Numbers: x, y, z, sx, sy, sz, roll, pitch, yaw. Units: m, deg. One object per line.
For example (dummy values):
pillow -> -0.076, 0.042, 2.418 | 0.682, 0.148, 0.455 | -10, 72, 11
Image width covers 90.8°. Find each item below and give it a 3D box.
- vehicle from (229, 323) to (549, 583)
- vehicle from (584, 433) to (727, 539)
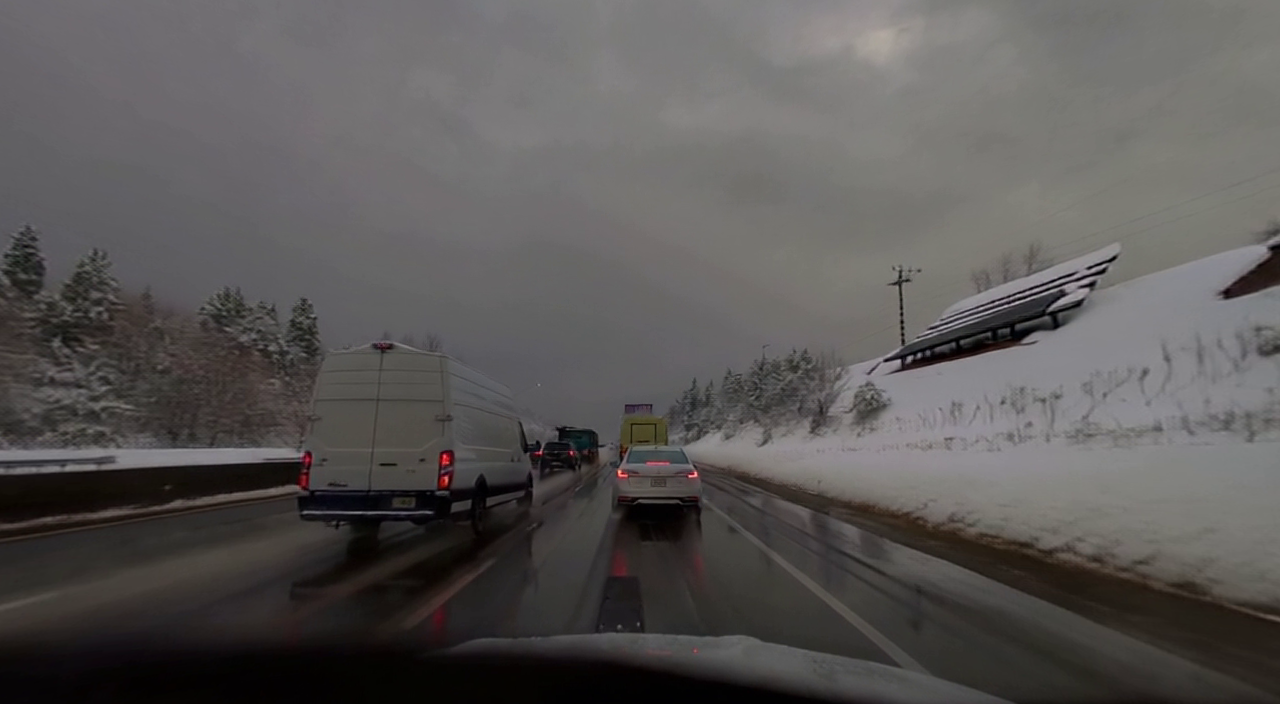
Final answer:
vehicle -> -3.119, 1.549, 10.099 | 2.289, 2.757, 6.726 | 0, -9, 0
vehicle -> 0.213, 2.219, 10.959 | 2.063, 1.507, 3.488 | 0, -9, 0
